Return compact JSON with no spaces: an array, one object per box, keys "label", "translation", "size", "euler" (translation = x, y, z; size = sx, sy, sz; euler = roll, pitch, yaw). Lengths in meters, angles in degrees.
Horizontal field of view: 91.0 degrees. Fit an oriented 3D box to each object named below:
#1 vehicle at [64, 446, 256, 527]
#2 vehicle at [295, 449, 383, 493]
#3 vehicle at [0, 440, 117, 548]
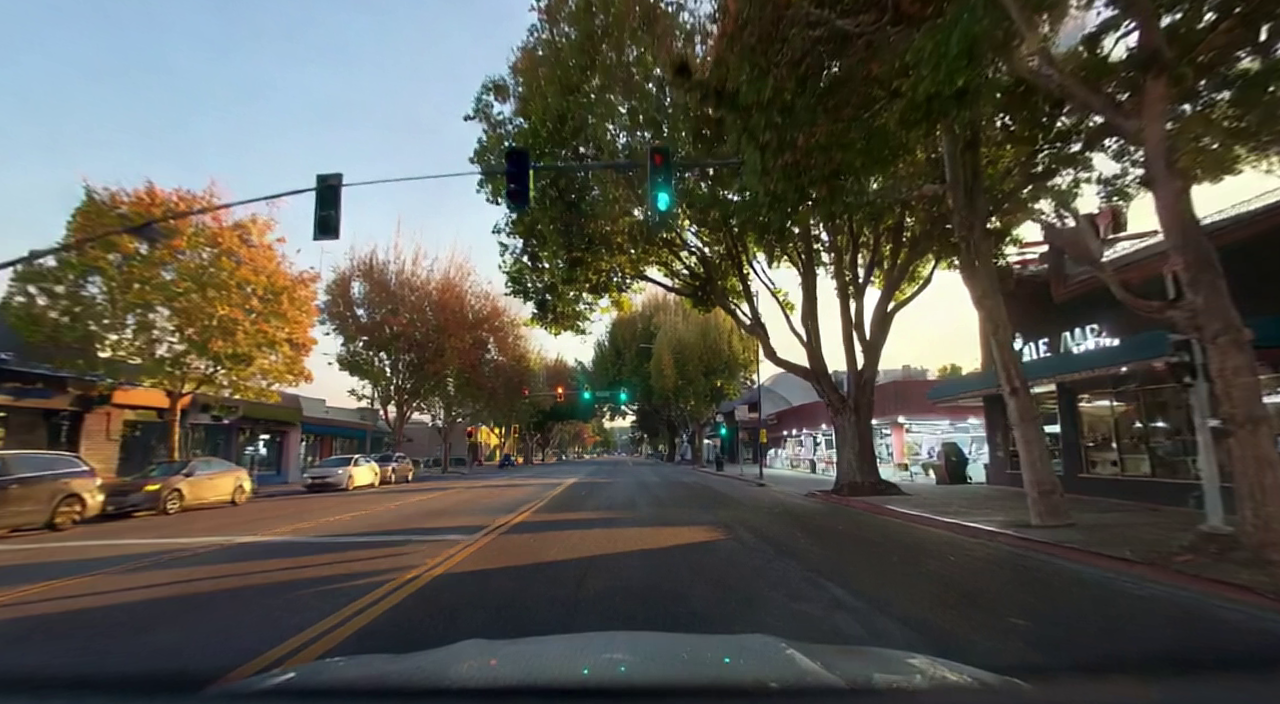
[{"label":"vehicle","translation":[-11.967,3.332,16.124],"size":[1.894,1.630,4.083],"euler":[-4,-9,-3]},{"label":"vehicle","translation":[-12.542,4.940,26.481],"size":[1.923,1.706,3.802],"euler":[0,-9,-3]},{"label":"vehicle","translation":[-11.505,2.331,10.331],"size":[1.996,1.760,4.635],"euler":[0,-9,-3]}]
